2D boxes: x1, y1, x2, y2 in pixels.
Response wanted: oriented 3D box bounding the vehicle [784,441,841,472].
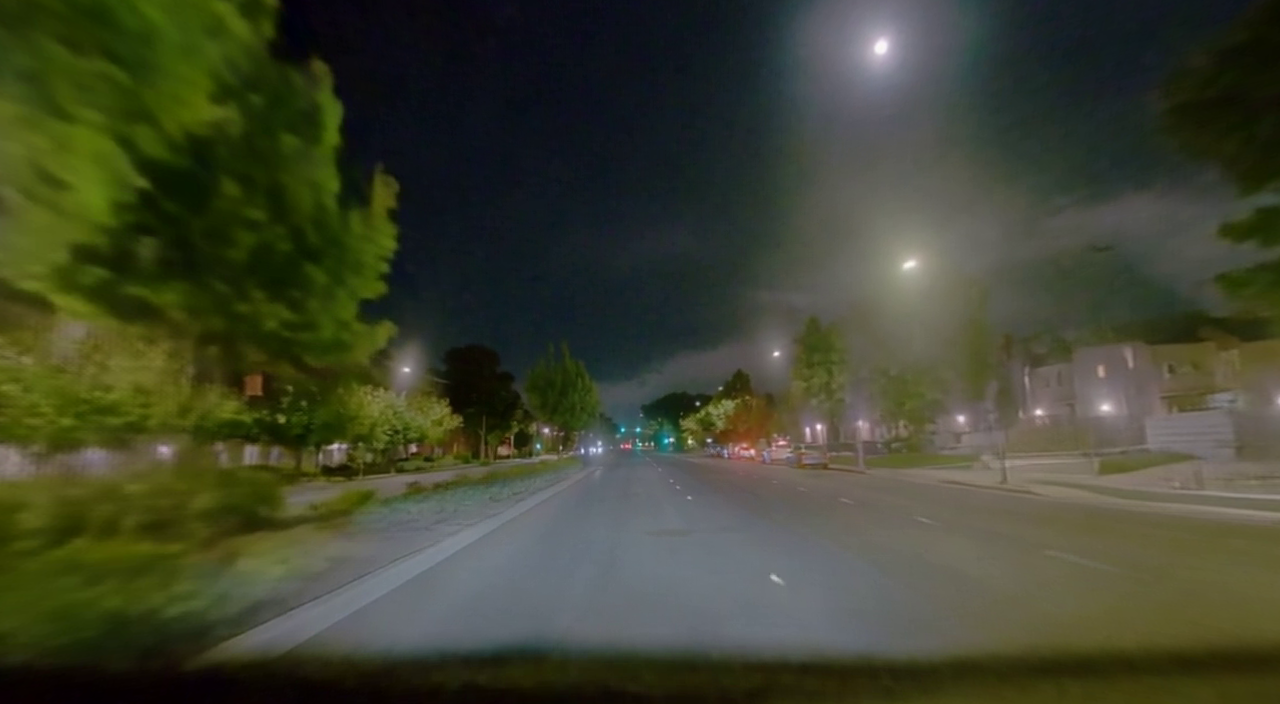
[{"bbox_3d":[9.912,6.018,36.671,1.984,1.672,4.262,0,-9,-2],"label":"vehicle"}]
